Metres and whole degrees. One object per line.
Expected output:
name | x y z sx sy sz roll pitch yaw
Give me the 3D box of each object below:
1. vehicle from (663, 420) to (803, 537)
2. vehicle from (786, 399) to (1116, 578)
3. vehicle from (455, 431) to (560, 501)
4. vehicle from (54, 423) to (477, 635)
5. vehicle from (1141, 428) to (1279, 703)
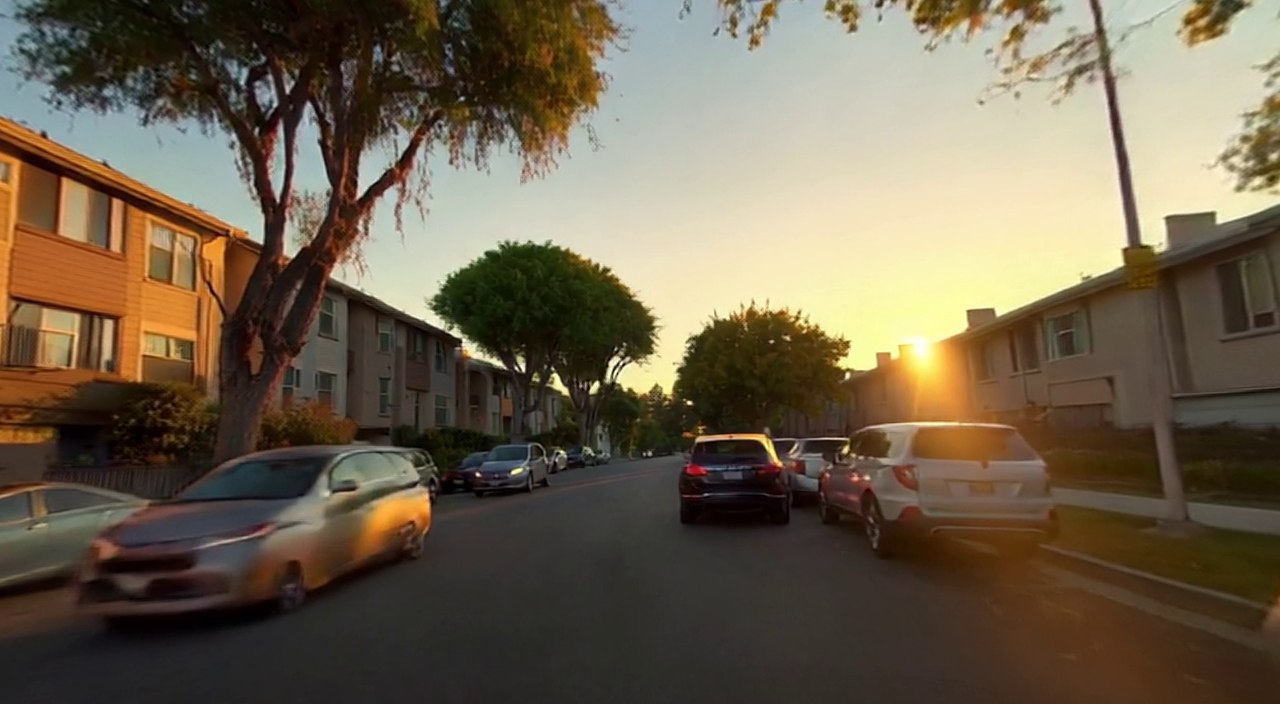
vehicle | 1.500 2.288 12.032 2.055 1.717 5.172 -1 -9 3
vehicle | 3.778 1.788 9.087 2.082 1.799 5.207 0 -9 0
vehicle | -4.262 3.775 21.259 2.197 2.047 4.985 -1 -9 4
vehicle | -3.693 1.766 7.294 2.018 1.691 3.995 -2 -9 9
vehicle | 3.584 0.792 1.137 1.881 1.403 4.214 0 -9 0
